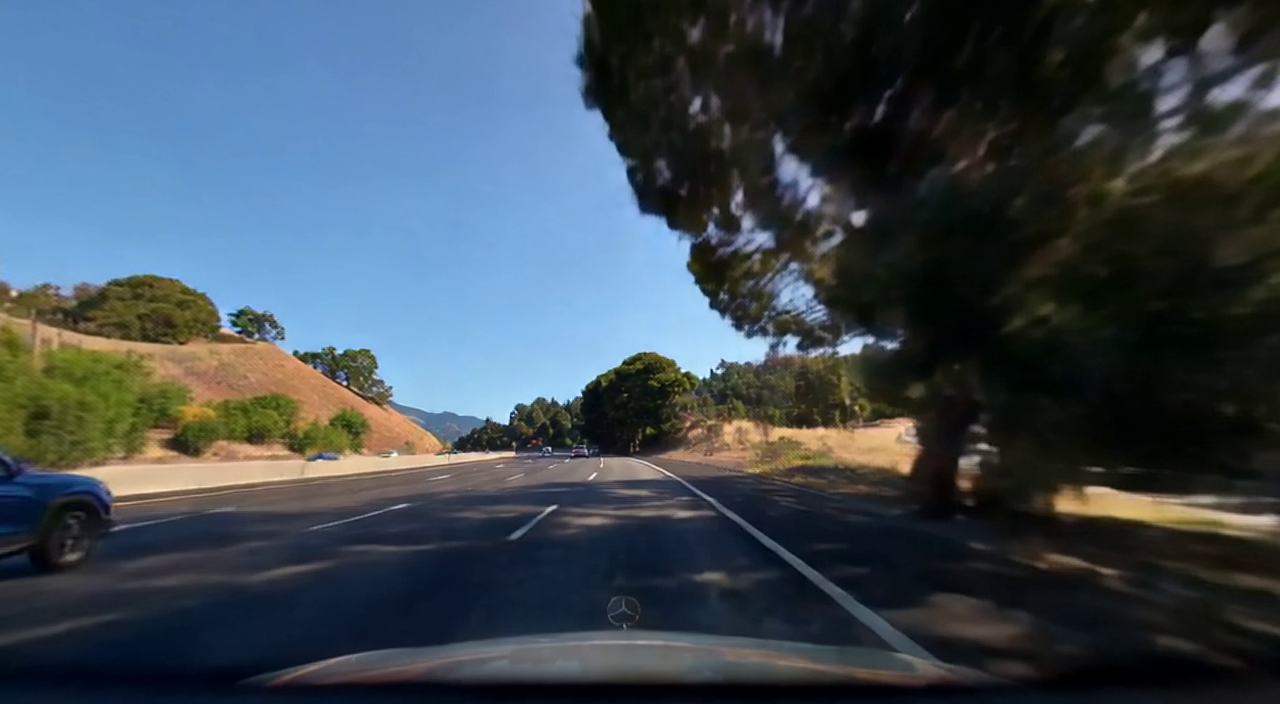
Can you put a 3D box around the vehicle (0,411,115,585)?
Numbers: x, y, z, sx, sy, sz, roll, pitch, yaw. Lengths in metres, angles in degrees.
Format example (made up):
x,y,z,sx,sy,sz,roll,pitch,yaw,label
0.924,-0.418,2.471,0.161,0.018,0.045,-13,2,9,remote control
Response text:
x,y,z,sx,sy,sz,roll,pitch,yaw,label
-7.386,1.308,5.265,2.046,1.712,4.533,0,-8,0,vehicle
